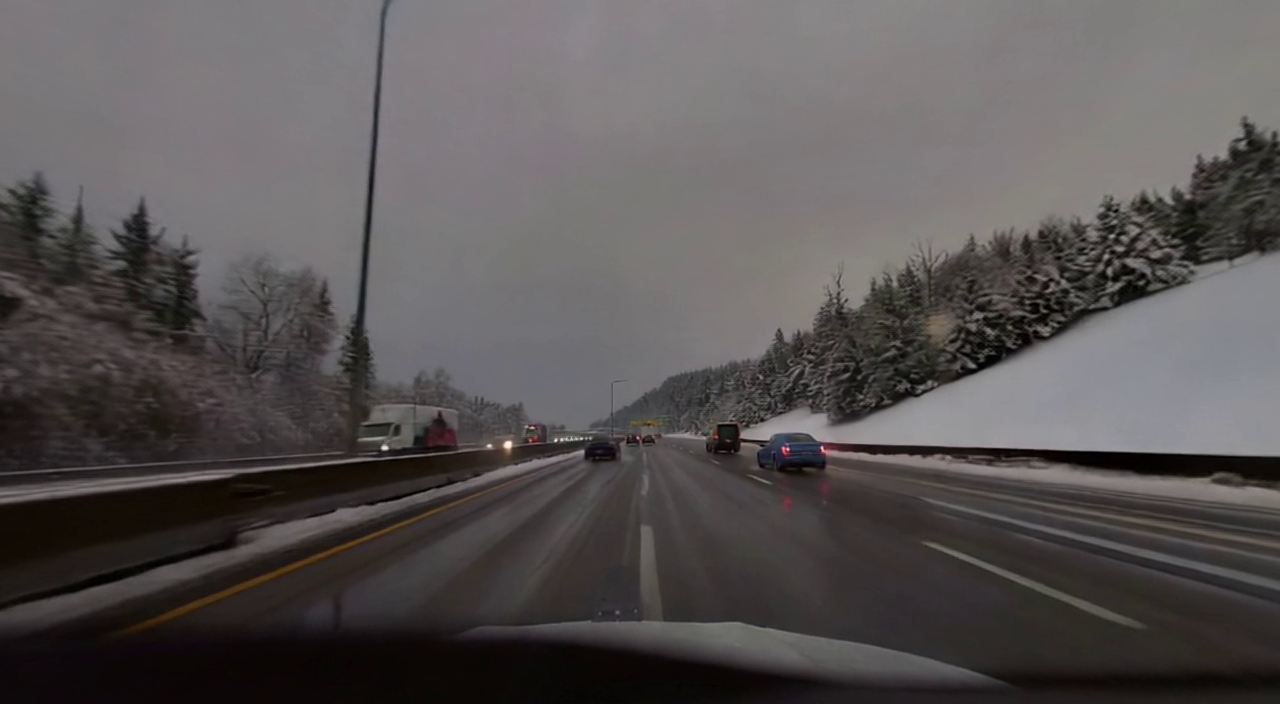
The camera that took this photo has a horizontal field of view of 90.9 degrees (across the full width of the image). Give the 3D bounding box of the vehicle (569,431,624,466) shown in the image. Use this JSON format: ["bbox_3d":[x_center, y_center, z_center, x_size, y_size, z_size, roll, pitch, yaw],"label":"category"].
[{"bbox_3d":[-1.920,4.426,29.064,2.204,1.486,4.121,0,-8,0],"label":"vehicle"}]

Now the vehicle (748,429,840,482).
[{"bbox_3d":[4.680,3.174,19.710,1.806,1.469,3.681,0,-8,-2],"label":"vehicle"}]

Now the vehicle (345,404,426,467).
[{"bbox_3d":[-17.325,5.747,43.405,2.991,3.986,5.935,0,-8,0],"label":"vehicle"}]

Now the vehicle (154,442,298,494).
[{"bbox_3d":[-13.289,3.717,20.614,1.786,1.470,4.249,0,-8,1],"label":"vehicle"}]
